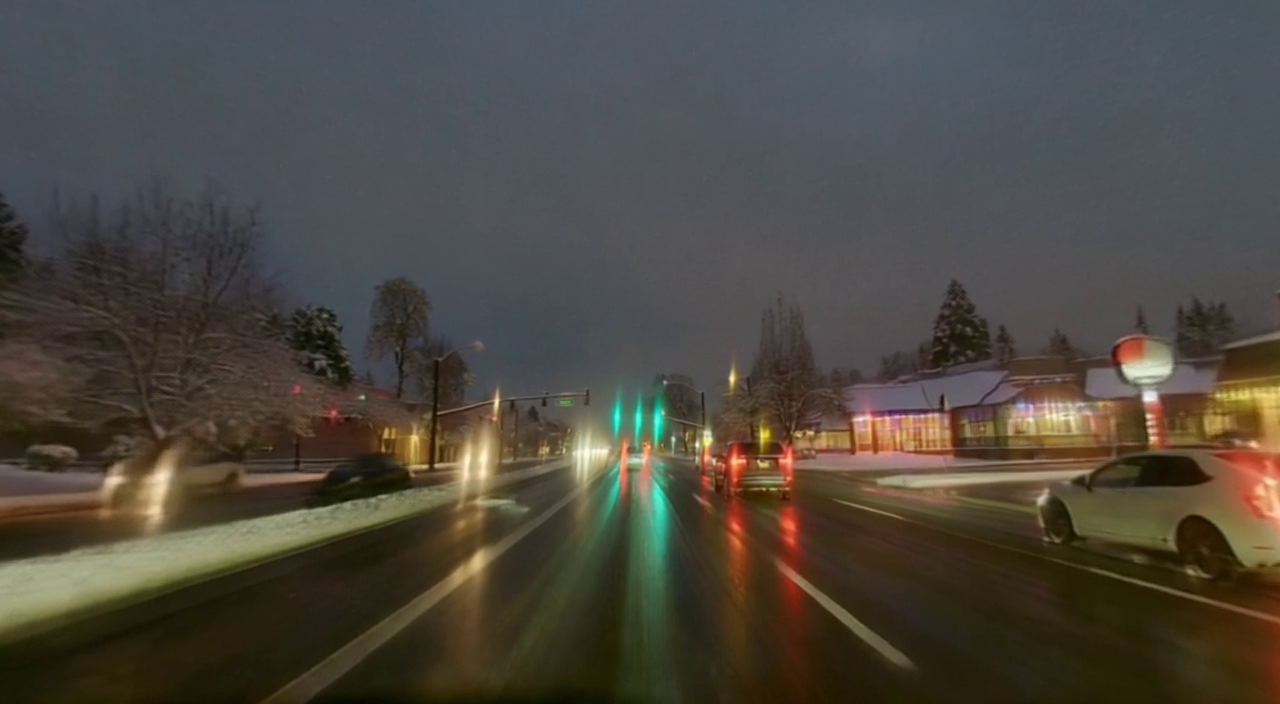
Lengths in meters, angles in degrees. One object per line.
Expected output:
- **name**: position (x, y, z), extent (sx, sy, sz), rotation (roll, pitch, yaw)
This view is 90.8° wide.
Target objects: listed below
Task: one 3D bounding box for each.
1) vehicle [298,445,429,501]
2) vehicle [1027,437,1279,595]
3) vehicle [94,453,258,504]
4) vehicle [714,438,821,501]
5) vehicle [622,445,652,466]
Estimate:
- **vehicle**: position (-8.262, 3.616, 19.415), extent (2.039, 1.487, 4.437), rotation (0, -8, 0)
- **vehicle**: position (6.887, 1.724, 7.269), extent (1.952, 1.449, 4.544), rotation (0, -8, 0)
- **vehicle**: position (-15.885, 4.316, 22.043), extent (2.096, 1.512, 4.755), rotation (0, -8, 1)
- **vehicle**: position (3.469, 3.288, 18.168), extent (2.072, 1.545, 4.578), rotation (0, -8, -1)
- **vehicle**: position (-0.212, 7.520, 46.007), extent (2.052, 1.461, 4.324), rotation (0, -8, 0)
